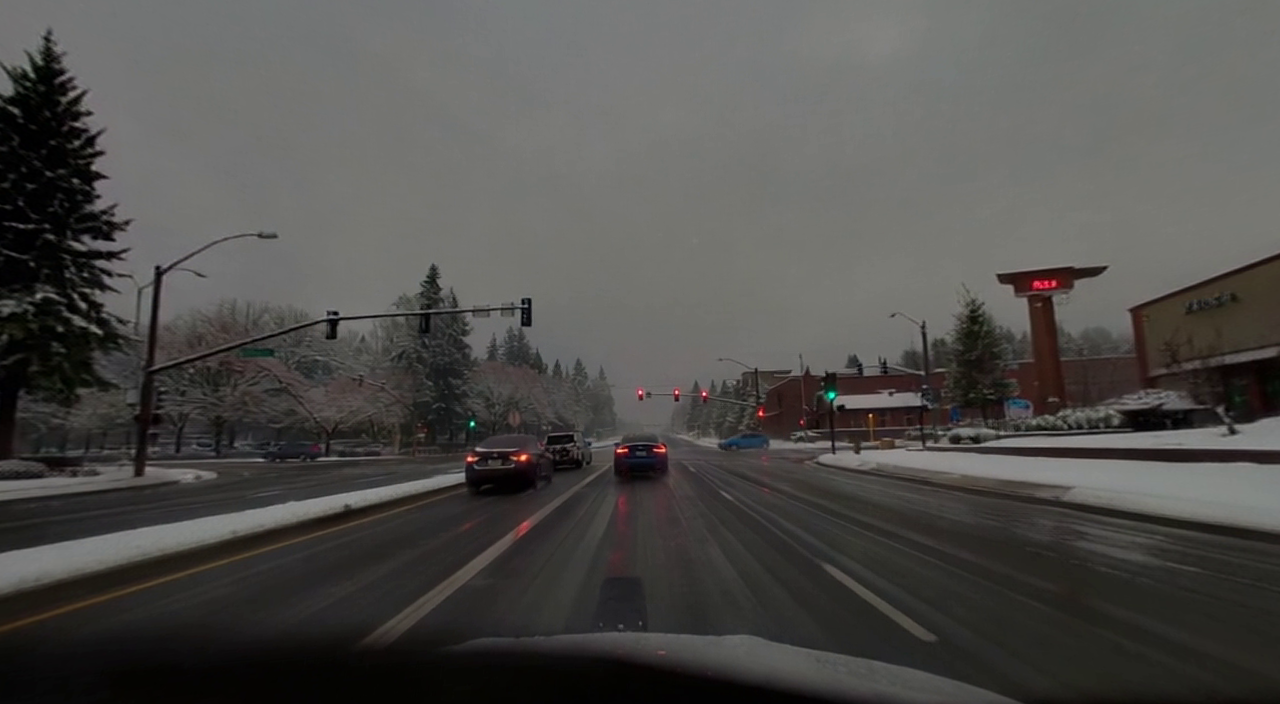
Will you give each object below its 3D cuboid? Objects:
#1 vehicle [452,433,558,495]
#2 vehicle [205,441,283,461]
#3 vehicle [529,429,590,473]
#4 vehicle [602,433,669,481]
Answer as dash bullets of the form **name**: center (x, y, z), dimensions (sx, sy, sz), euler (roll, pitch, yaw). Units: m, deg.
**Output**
- **vehicle**: center (-3.619, 3.097, 17.879), dimensions (1.942, 1.497, 4.561), euler (0, -8, 1)
- **vehicle**: center (-30.176, 7.536, 48.110), dimensions (4.708, 1.467, 1.819), euler (0, -8, 2)
- **vehicle**: center (-3.439, 4.357, 27.884), dimensions (2.029, 1.752, 4.420), euler (0, -8, 1)
- **vehicle**: center (-0.162, 3.550, 21.529), dimensions (2.066, 1.482, 3.923), euler (0, -8, -1)
